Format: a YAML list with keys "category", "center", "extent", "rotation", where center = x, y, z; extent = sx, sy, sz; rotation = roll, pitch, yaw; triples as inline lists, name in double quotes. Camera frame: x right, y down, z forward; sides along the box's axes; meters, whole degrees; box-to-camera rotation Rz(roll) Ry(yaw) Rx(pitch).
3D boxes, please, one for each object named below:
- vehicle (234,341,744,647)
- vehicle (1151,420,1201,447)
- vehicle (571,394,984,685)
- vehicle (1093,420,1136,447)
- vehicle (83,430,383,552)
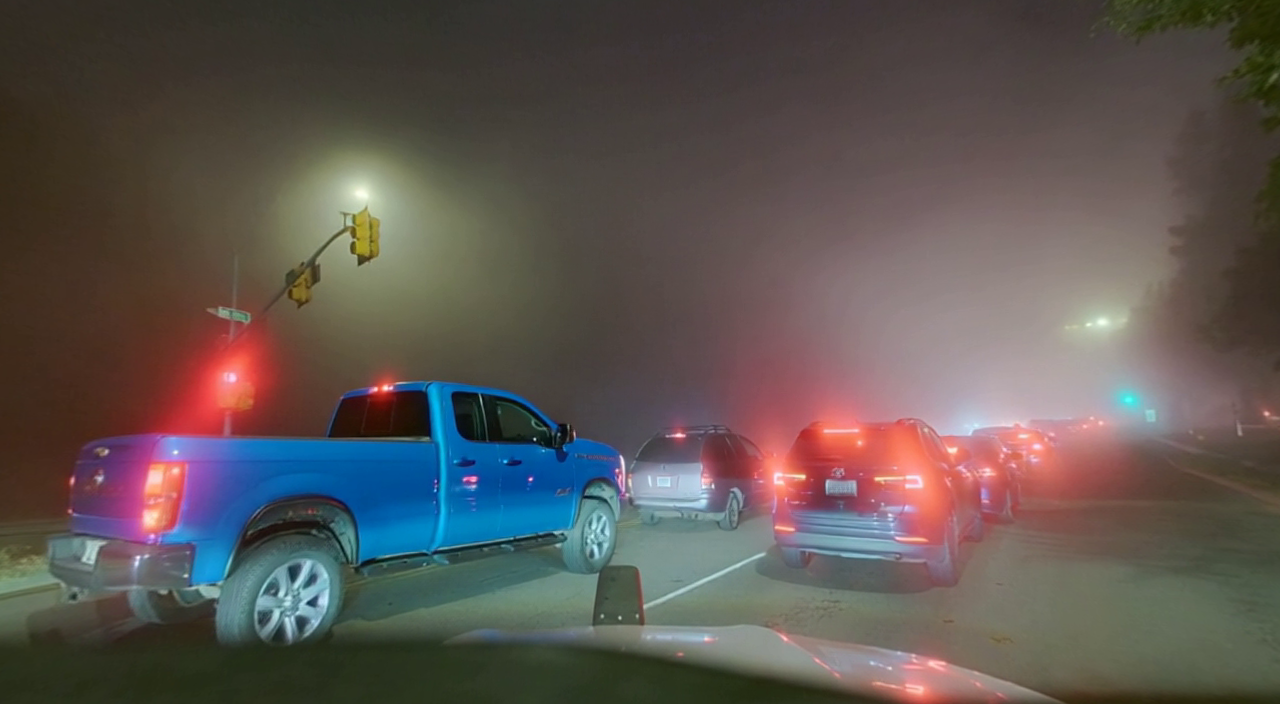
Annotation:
- category: "vehicle"
  center: [-0.877, 1.400, 7.465]
  extent: [2.272, 2.016, 6.146]
  rotation: [-5, -10, 27]
- category: "vehicle"
  center: [35.766, 5.480, 42.194]
  extent: [2.183, 1.714, 4.491]
  rotation: [-7, -11, 37]
- category: "vehicle"
  center: [1.720, 1.376, 5.988]
  extent: [2.027, 1.549, 4.801]
  rotation: [-6, -10, 35]
- category: "vehicle"
  center: [32.800, 5.678, 43.722]
  extent: [2.160, 1.790, 4.303]
  rotation: [-6, -10, 35]
- category: "vehicle"
  center: [-8.304, 2.768, 13.438]
  extent: [2.174, 2.057, 4.738]
  rotation: [-6, -10, 33]
